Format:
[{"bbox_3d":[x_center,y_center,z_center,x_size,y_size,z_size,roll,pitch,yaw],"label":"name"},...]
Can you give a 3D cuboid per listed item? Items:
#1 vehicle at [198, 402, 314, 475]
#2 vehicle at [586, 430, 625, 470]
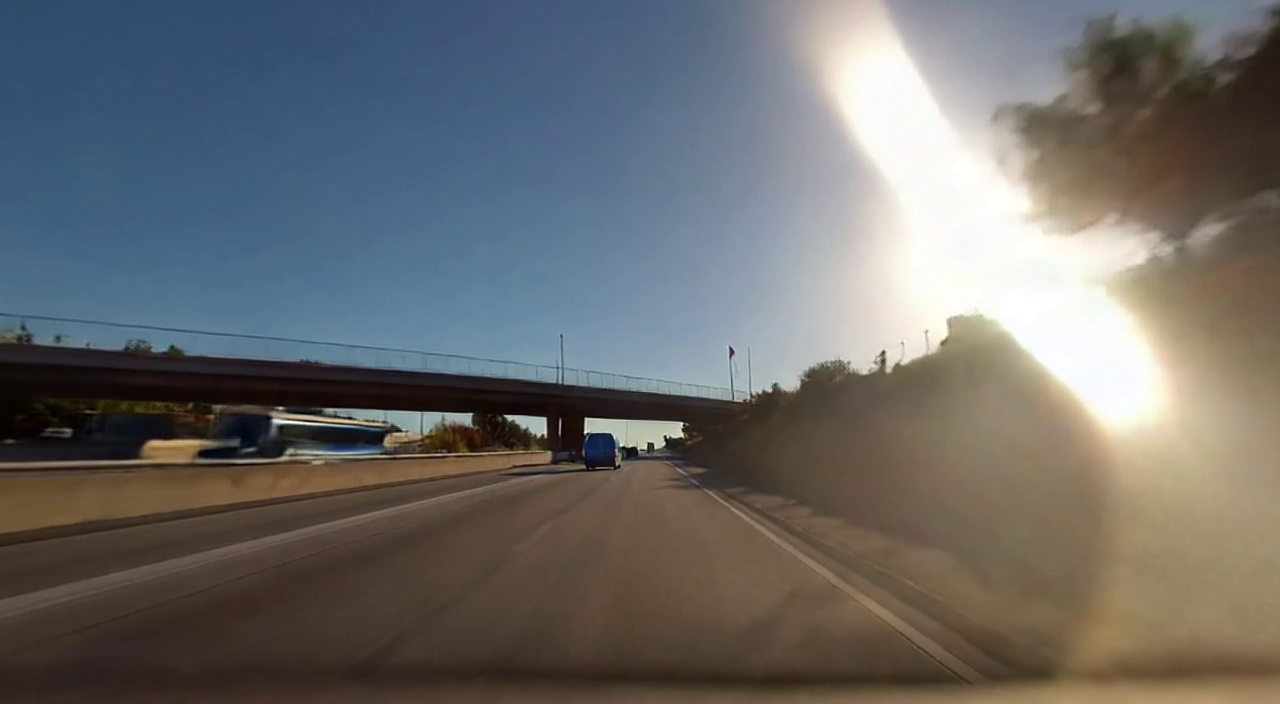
[{"bbox_3d":[-22.815,5.247,37.946,2.963,3.995,5.922,0,-9,1],"label":"vehicle"},{"bbox_3d":[-2.321,6.857,44.203,2.437,2.565,5.829,0,-9,0],"label":"vehicle"}]
